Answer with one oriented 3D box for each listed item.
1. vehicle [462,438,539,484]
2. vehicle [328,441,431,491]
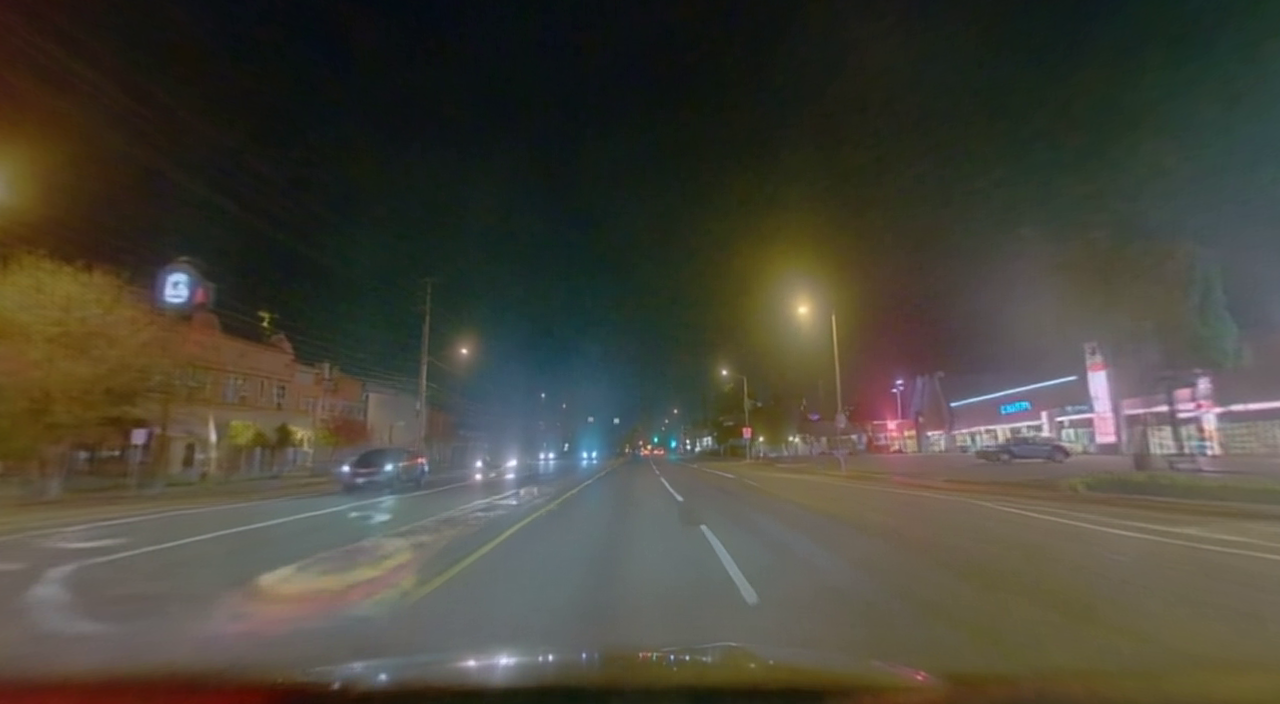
[{"bbox_3d":[-5.715,4.533,26.460,2.129,1.748,4.555,0,-9,1],"label":"vehicle"},{"bbox_3d":[-9.711,4.273,23.959,1.954,1.694,4.310,0,-9,1],"label":"vehicle"}]
